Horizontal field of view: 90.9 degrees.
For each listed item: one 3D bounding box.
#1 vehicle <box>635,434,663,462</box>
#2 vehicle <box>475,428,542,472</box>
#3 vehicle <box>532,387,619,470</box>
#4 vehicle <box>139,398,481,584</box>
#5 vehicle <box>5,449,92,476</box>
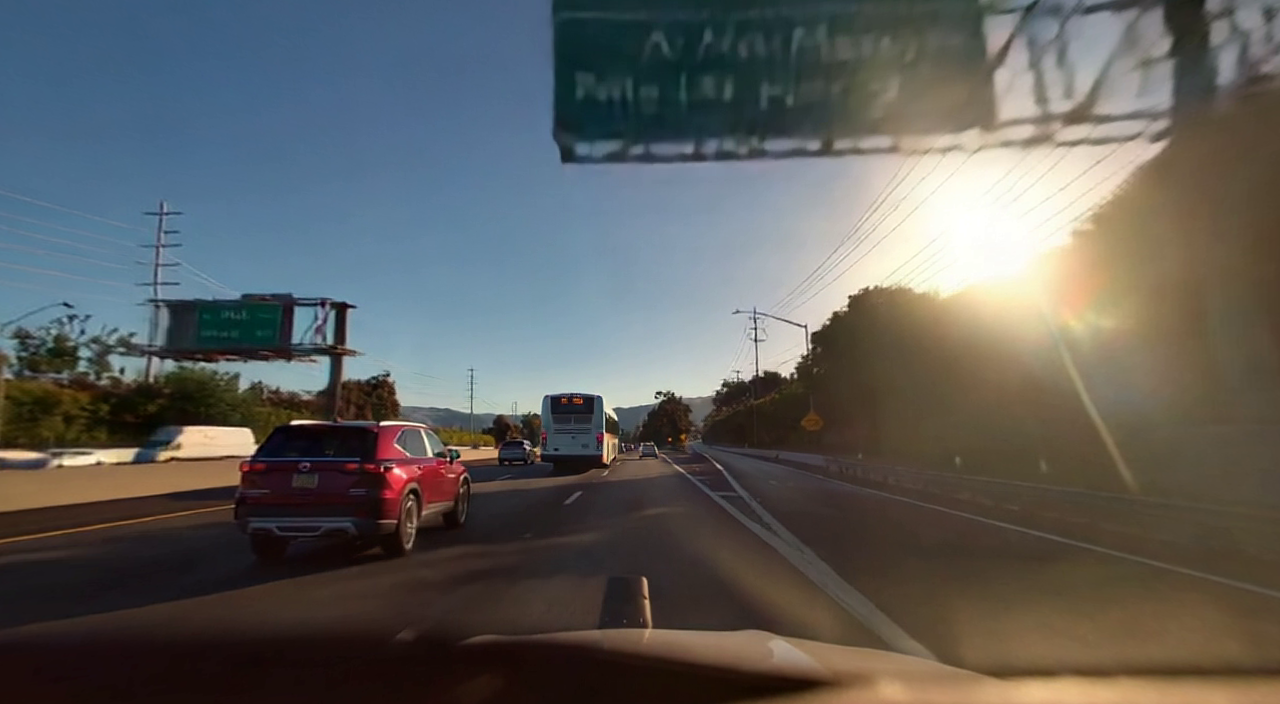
[{"bbox_3d":[0.671,7.375,48.467,2.083,2.001,4.782,0,-8,0],"label":"vehicle"},{"bbox_3d":[-6.978,5.309,34.336,2.282,2.116,6.030,0,-8,1],"label":"vehicle"},{"bbox_3d":[-3.139,4.407,34.700,3.382,3.712,11.766,1,-9,1],"label":"vehicle"},{"bbox_3d":[-3.645,1.616,8.093,2.021,1.730,4.223,0,-8,1],"label":"vehicle"},{"bbox_3d":[-32.076,5.961,34.306,1.451,1.350,3.282,0,-8,3],"label":"vehicle"}]
